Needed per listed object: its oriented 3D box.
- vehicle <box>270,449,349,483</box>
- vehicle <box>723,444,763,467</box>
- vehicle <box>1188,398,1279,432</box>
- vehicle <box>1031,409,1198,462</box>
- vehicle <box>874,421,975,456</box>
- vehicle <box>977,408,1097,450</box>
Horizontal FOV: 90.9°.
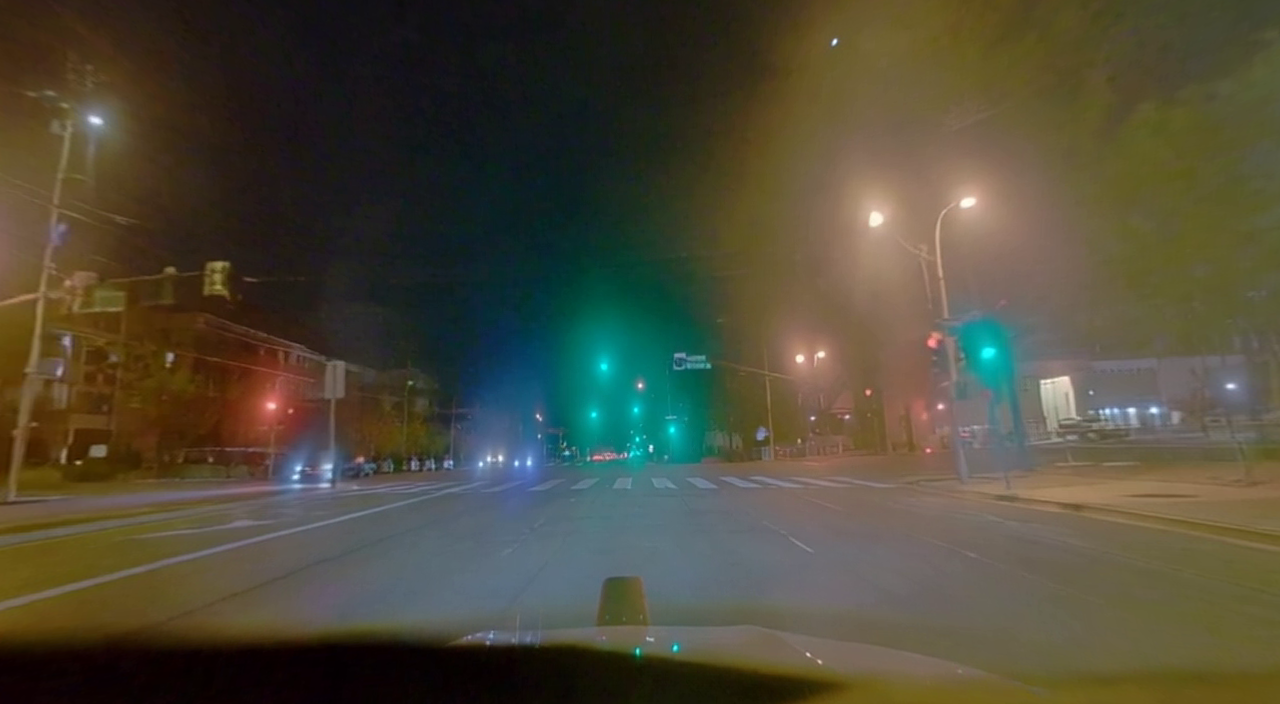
[{"bbox_3d":[-18.997,6.513,36.515,2.027,1.678,4.654,-3,-8,1],"label":"vehicle"},{"bbox_3d":[7.079,7.167,43.849,1.919,1.449,4.561,0,-8,-2],"label":"vehicle"},{"bbox_3d":[31.334,3.229,32.393,4.318,1.476,1.940,-5,-8,7],"label":"vehicle"},{"bbox_3d":[17.291,3.047,23.205,4.329,1.502,2.122,-4,-4,6],"label":"vehicle"},{"bbox_3d":[15.236,4.693,33.973,4.432,1.523,1.908,-4,-11,5],"label":"vehicle"},{"bbox_3d":[20.853,4.118,33.314,4.692,1.610,2.174,-5,-15,4],"label":"vehicle"}]
